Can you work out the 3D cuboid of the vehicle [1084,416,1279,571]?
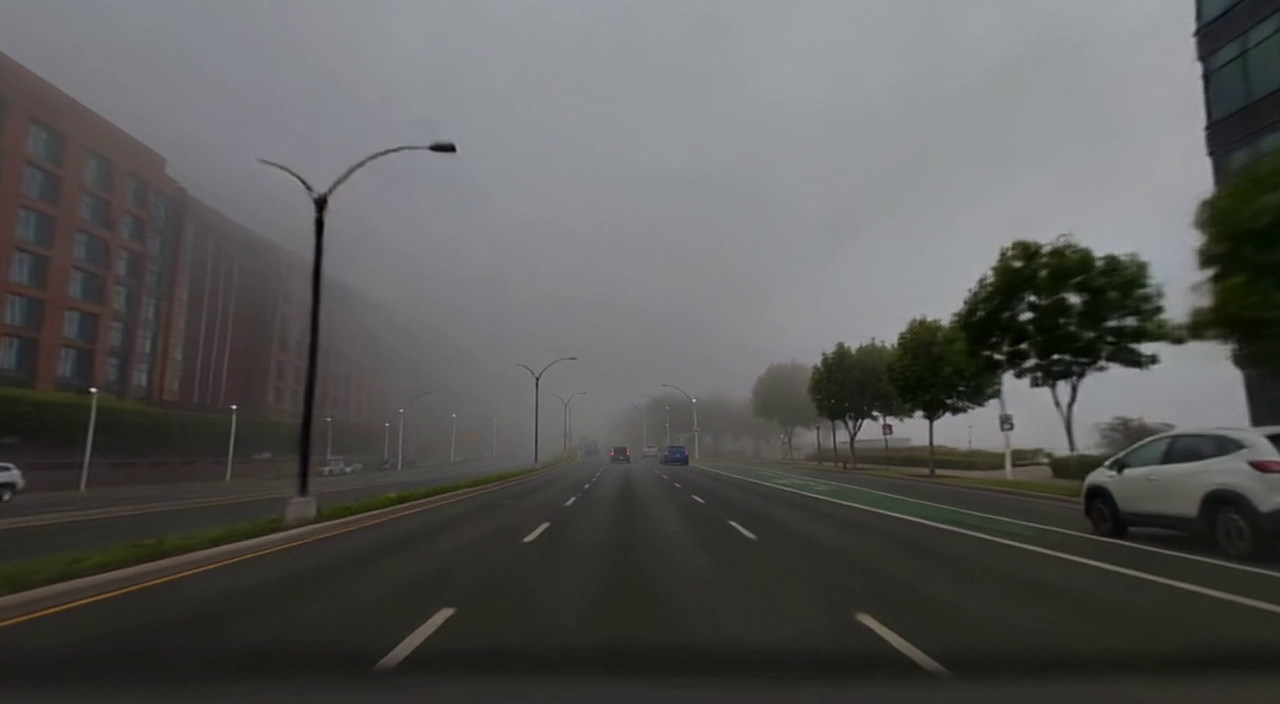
[{"bbox_3d":[8.320,1.754,8.211,2.017,1.743,4.453,-1,-8,3],"label":"vehicle"}]

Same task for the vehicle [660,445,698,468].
[{"bbox_3d":[2.601,7.108,43.222,2.090,1.506,4.382,0,-8,-3],"label":"vehicle"}]
